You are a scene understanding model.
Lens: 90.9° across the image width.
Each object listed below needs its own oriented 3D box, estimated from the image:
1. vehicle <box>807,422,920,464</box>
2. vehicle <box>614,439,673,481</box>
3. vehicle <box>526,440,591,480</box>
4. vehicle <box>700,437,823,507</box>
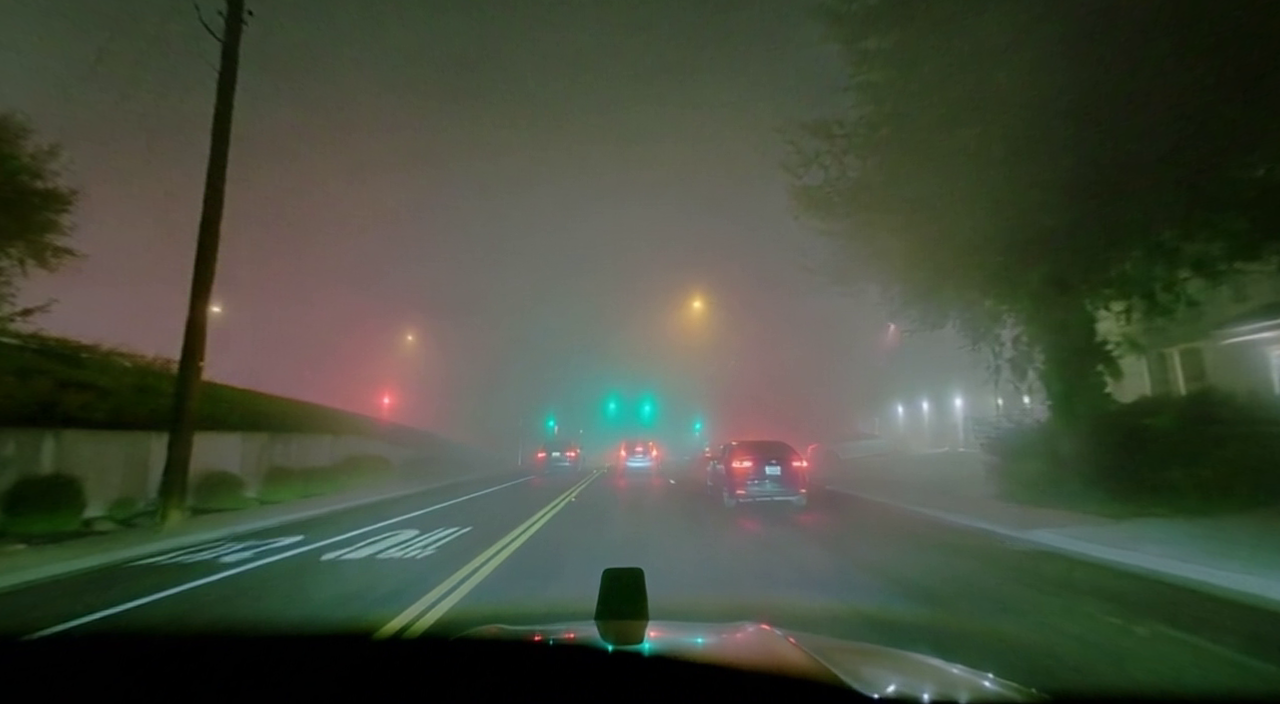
[{"bbox_3d":[13.702,5.614,38.945,5.929,1.970,2.381,-4,-8,-2],"label":"vehicle"},{"bbox_3d":[0.124,4.161,24.658,2.101,1.467,4.210,0,-8,0],"label":"vehicle"},{"bbox_3d":[-3.246,4.381,25.895,2.012,1.505,4.205,0,-8,1],"label":"vehicle"},{"bbox_3d":[2.837,2.921,15.866,2.158,1.483,4.415,0,-8,0],"label":"vehicle"}]
